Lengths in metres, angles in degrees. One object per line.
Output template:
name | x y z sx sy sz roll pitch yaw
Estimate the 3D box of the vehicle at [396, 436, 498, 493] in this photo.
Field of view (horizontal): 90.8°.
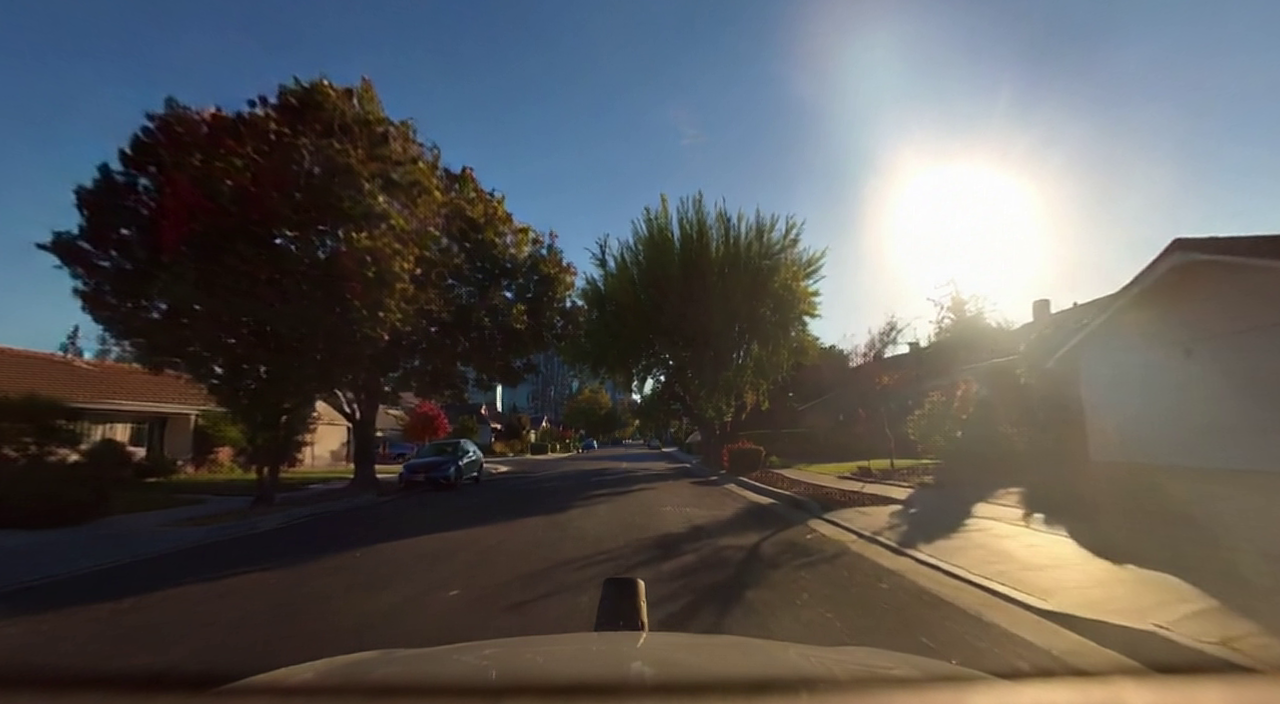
vehicle | -6.581 3.877 22.245 2.078 1.745 5.119 0 -8 -1
